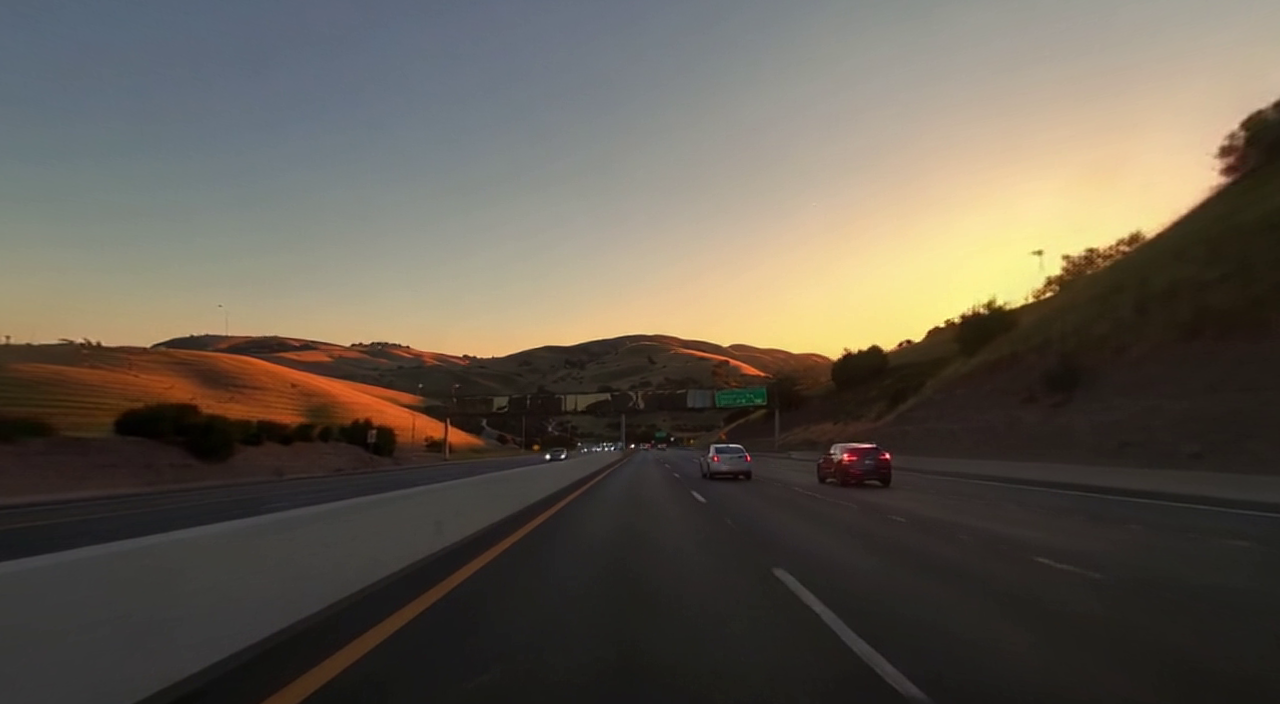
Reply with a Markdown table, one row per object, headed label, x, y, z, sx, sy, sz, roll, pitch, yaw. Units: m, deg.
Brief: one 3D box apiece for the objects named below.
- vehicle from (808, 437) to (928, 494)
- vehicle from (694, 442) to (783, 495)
| label | x | y | z | sx | sy | sz | roll | pitch | yaw |
| --- | --- | --- | --- | --- | --- | --- | --- | --- | --- |
| vehicle | 6.900 | 3.462 | 19.696 | 1.988 | 1.530 | 4.777 | 0 | -8 | 0 |
| vehicle | 2.906 | 3.542 | 19.554 | 2.044 | 1.444 | 4.216 | 0 | -8 | -1 |
